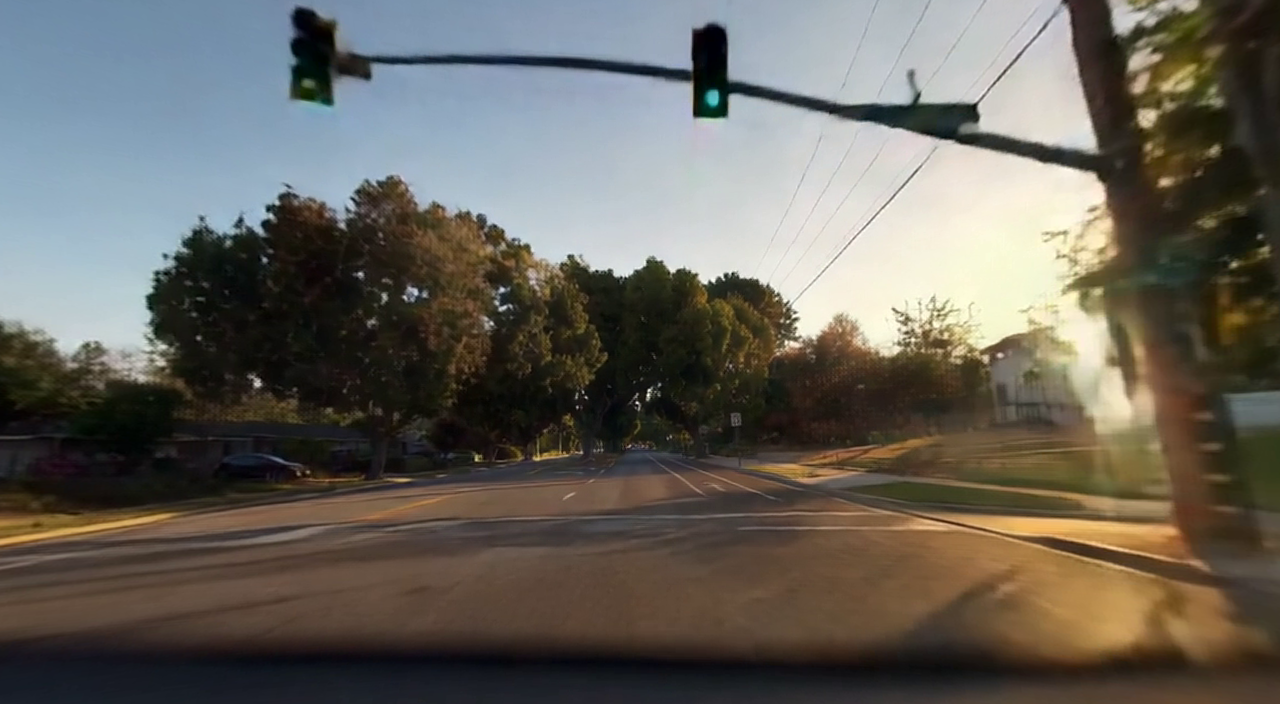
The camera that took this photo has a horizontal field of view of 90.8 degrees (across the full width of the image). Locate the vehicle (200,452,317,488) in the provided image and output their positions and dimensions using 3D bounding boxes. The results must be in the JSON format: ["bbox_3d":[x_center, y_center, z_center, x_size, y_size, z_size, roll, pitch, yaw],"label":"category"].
[{"bbox_3d":[-20.307,6.259,33.803,4.761,1.812,2.206,0,-9,-1],"label":"vehicle"}]
